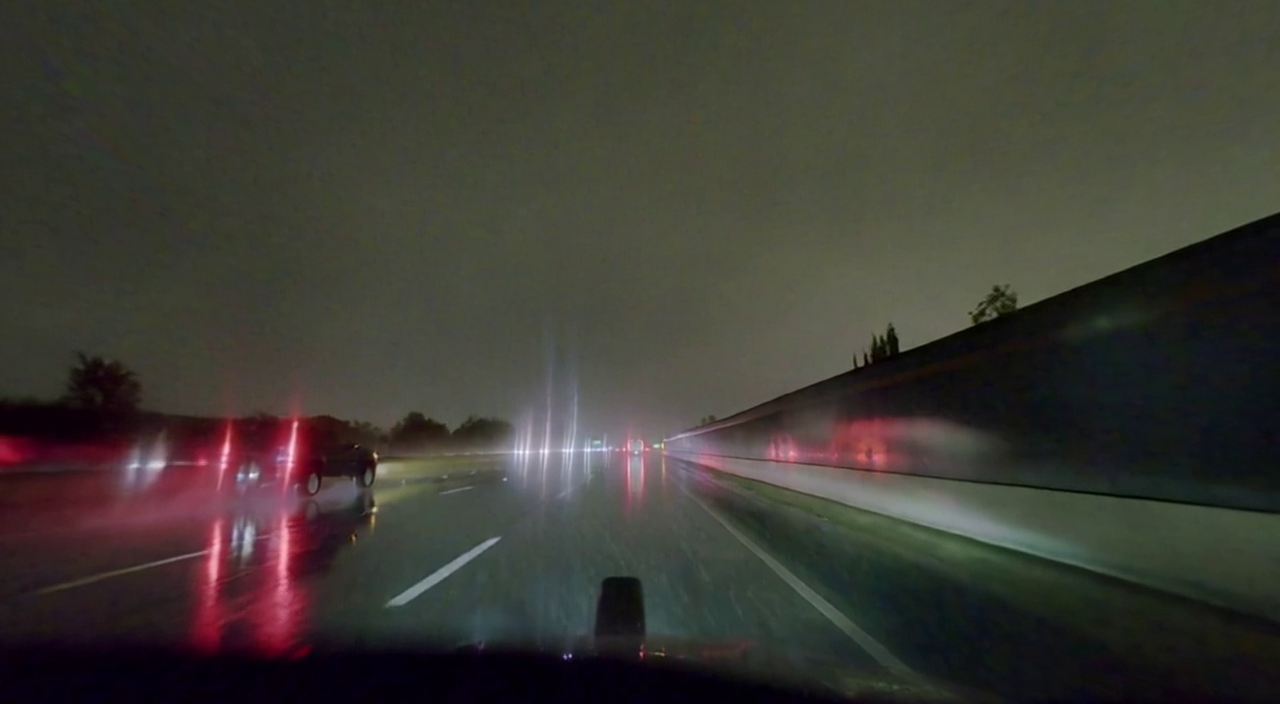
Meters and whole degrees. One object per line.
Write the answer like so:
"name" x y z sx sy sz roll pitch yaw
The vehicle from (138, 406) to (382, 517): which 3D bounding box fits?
"vehicle" -7.833 2.327 13.787 2.163 1.947 4.959 0 -9 1
